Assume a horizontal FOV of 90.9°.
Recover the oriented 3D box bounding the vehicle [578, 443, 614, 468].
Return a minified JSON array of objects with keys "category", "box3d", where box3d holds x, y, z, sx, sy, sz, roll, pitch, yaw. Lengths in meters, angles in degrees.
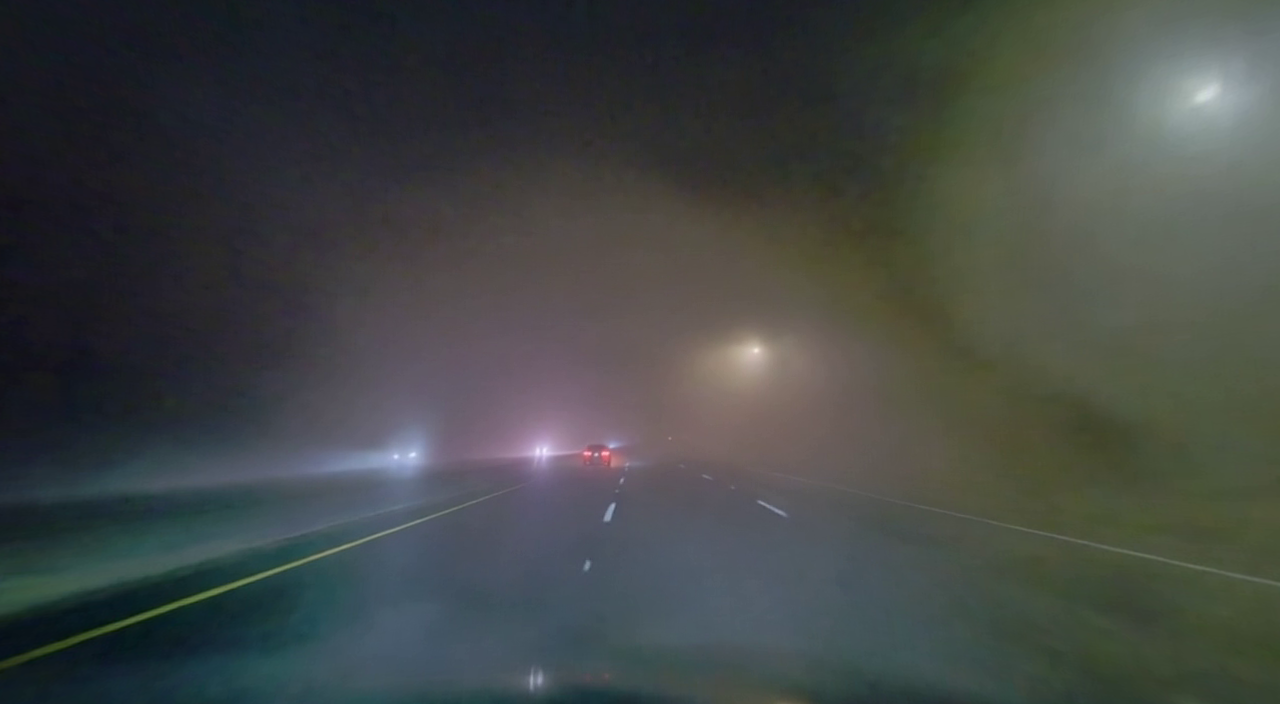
[{"category":"vehicle","box3d":[-2.654,6.409,39.285,1.991,1.475,4.302,0,-8,-1]}]
